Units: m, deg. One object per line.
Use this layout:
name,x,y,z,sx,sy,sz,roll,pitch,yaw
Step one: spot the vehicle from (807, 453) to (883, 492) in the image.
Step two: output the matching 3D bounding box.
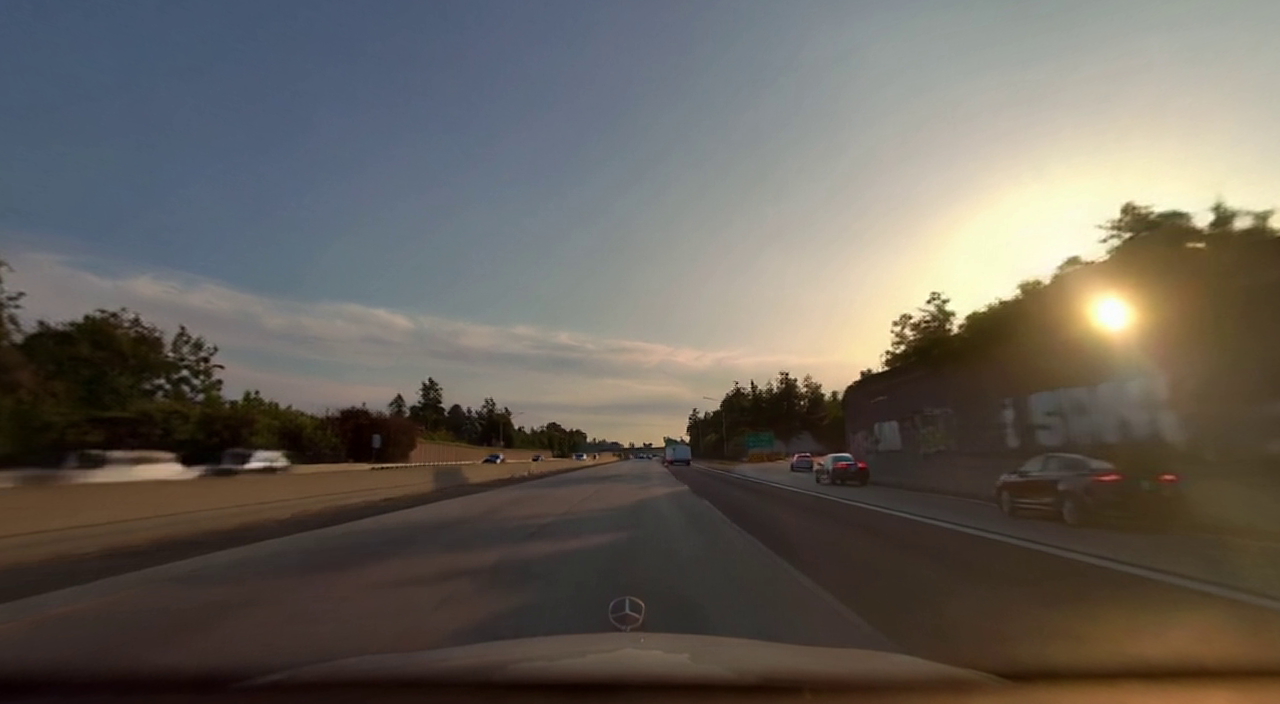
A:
vehicle,8.582,5.039,26.788,1.842,1.475,4.479,0,-9,2

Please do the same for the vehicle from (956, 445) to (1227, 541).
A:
vehicle,8.278,2.587,12.251,1.907,1.495,4.517,0,-9,0

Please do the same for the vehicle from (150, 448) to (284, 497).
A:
vehicle,-15.955,4.543,24.107,2.031,1.693,4.355,0,-9,1

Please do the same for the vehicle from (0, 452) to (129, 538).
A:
vehicle,-11.928,2.512,11.166,1.957,1.454,4.414,0,-9,1
